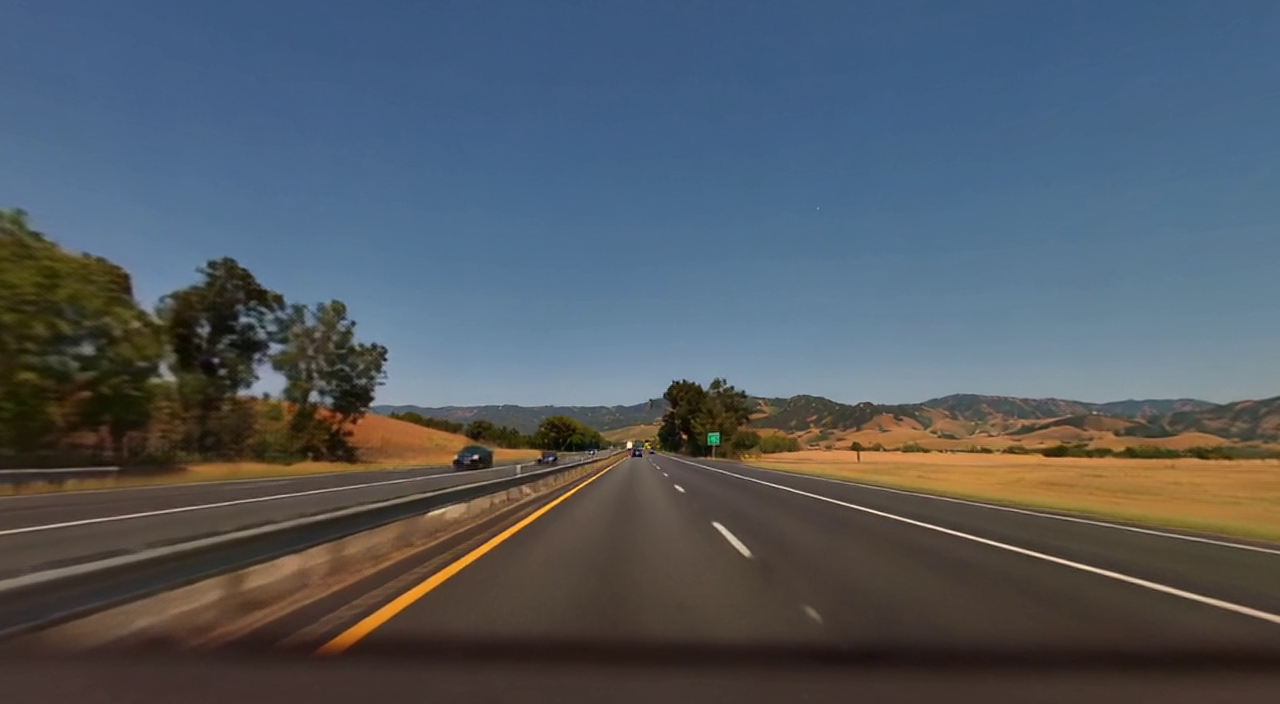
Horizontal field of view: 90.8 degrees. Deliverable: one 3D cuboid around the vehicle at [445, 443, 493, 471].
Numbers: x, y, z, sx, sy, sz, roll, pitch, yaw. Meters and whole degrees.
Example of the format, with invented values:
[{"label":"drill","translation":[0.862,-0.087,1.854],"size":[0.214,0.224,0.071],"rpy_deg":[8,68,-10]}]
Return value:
[{"label":"vehicle","translation":[-11.531,7.103,42.799],"size":[1.970,1.755,4.306],"rpy_deg":[0,-9,0]}]
